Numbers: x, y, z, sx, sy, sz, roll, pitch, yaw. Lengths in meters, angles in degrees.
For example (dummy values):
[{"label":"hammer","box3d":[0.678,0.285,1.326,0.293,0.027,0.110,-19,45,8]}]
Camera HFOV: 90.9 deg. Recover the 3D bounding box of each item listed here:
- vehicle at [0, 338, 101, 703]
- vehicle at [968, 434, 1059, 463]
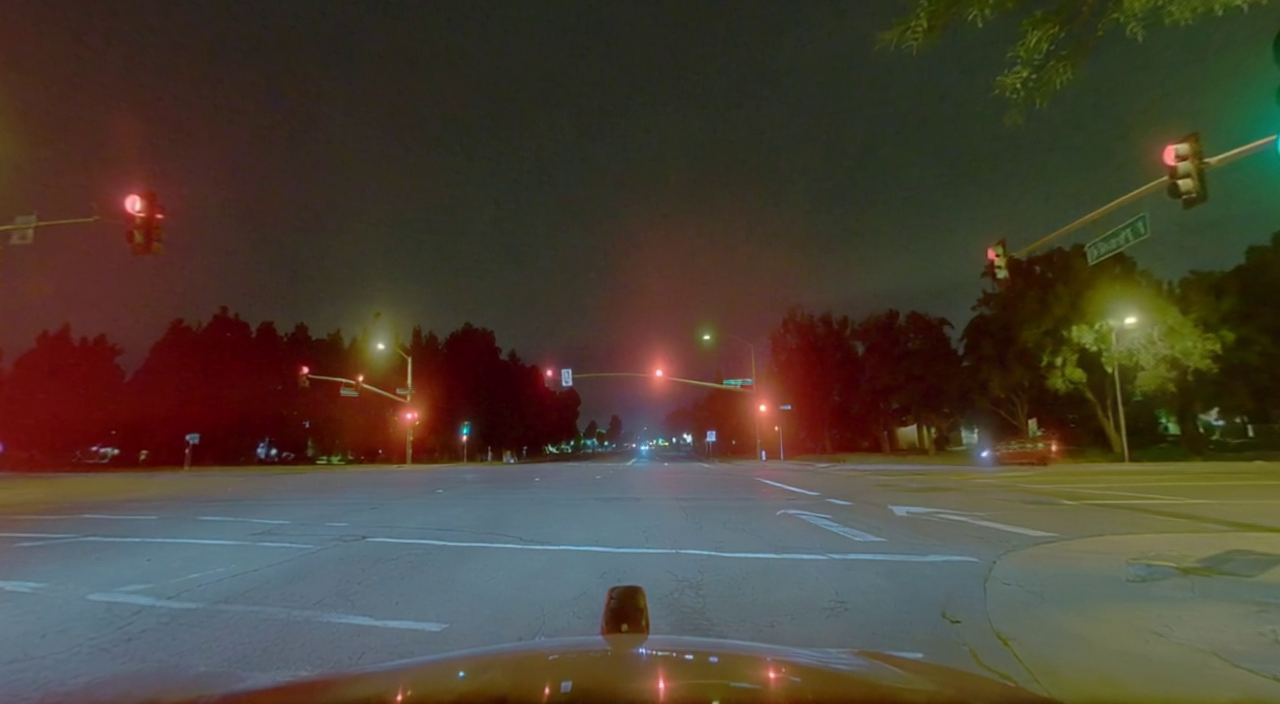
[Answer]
[{"label":"vehicle","box3d":[-3.266,0.529,0.407,1.954,1.689,4.347,0,-8,0]},{"label":"vehicle","box3d":[20.042,5.189,34.005,3.952,1.468,1.768,-4,-9,22]}]
